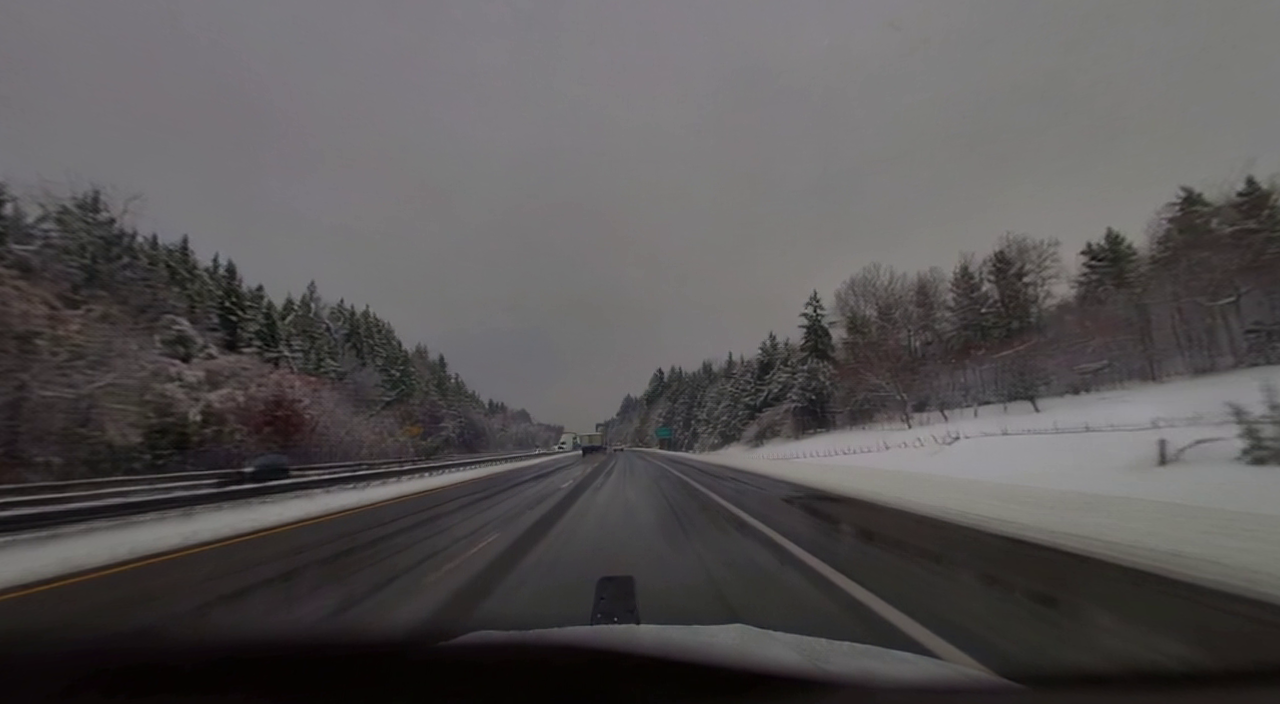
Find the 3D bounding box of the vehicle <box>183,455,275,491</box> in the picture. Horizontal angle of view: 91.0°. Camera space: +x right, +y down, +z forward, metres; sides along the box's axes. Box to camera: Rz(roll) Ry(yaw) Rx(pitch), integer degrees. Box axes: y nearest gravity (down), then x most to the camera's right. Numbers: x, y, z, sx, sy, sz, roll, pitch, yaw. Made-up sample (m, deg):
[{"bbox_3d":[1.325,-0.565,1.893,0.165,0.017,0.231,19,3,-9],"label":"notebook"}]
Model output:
[{"bbox_3d":[-18.633,5.466,28.736,1.767,1.417,3.749,0,-8,-2],"label":"vehicle"}]
